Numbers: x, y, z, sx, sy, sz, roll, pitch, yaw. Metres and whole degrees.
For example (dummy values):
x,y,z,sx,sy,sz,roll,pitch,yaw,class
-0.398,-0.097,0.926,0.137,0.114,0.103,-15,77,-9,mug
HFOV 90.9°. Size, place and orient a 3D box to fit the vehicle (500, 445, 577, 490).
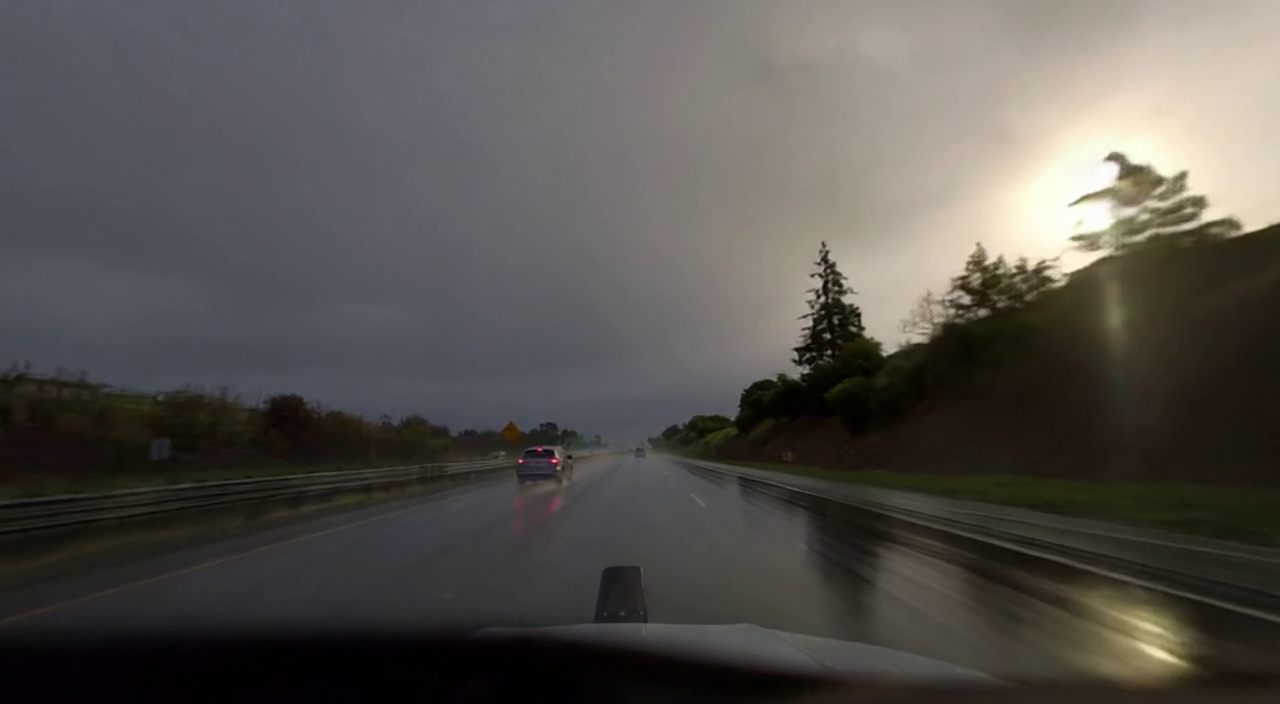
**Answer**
x,y,z,sx,sy,sz,roll,pitch,yaw,class
-3.631,4.244,23.476,2.054,1.475,4.708,0,-9,0,vehicle
